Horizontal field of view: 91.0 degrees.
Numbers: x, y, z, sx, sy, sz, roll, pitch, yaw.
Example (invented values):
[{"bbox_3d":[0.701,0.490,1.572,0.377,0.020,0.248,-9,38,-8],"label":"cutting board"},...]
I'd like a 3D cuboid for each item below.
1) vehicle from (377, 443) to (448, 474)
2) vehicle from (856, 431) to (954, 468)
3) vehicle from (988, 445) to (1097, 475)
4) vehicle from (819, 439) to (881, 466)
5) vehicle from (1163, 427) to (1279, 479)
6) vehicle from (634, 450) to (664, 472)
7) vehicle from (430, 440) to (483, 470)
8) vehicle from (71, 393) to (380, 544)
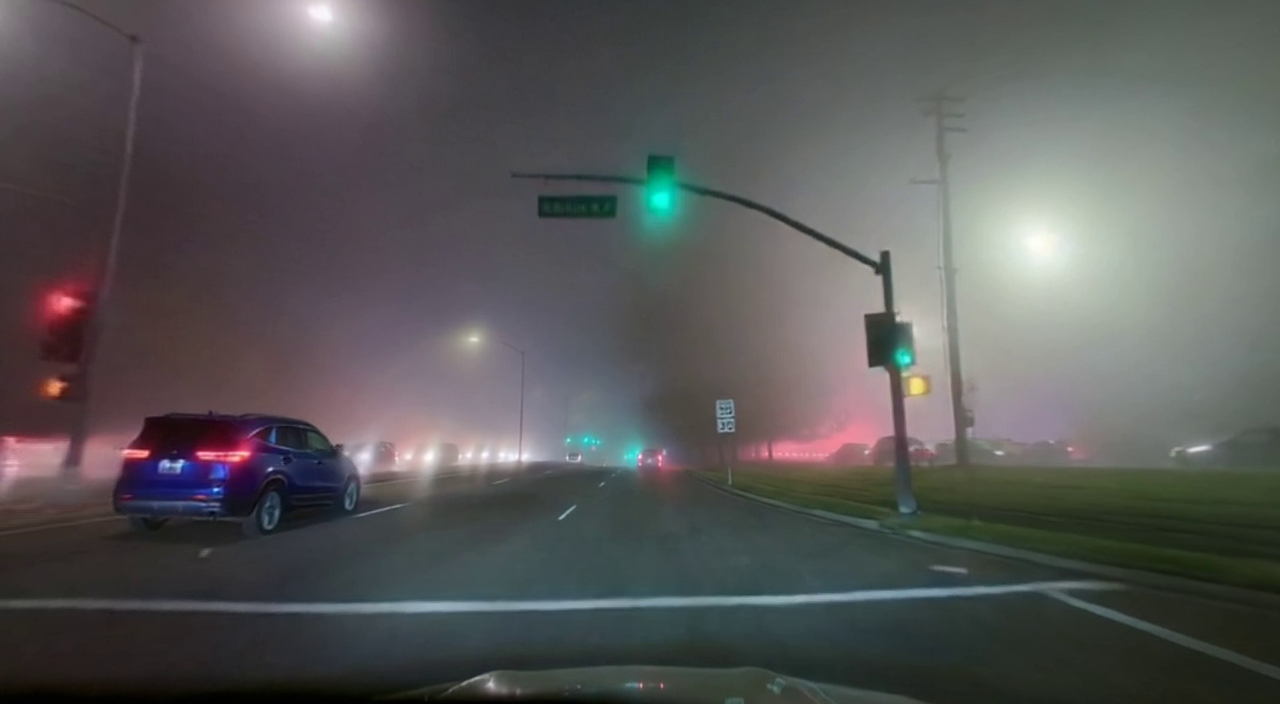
[{"bbox_3d":[-12.248,5.740,34.235,2.077,1.505,4.714,0,-8,0],"label":"vehicle"},{"bbox_3d":[13.470,4.995,32.385,1.950,1.697,4.906,3,-9,-16],"label":"vehicle"},{"bbox_3d":[21.855,5.891,34.517,1.933,1.487,5.136,3,-9,-12],"label":"vehicle"},{"bbox_3d":[12.753,6.141,38.534,1.884,1.522,4.642,1,-8,-4],"label":"vehicle"},{"bbox_3d":[18.880,2.967,18.694,1.947,1.477,4.661,2,-8,-21],"label":"vehicle"},{"bbox_3d":[0.659,8.004,46.431,2.091,1.494,3.962,0,-8,0],"label":"vehicle"},{"bbox_3d":[-11.697,6.604,40.496,2.042,1.801,4.378,0,-8,1],"label":"vehicle"},{"bbox_3d":[-6.168,1.793,10.211,2.027,1.908,4.273,0,-8,0],"label":"vehicle"}]
